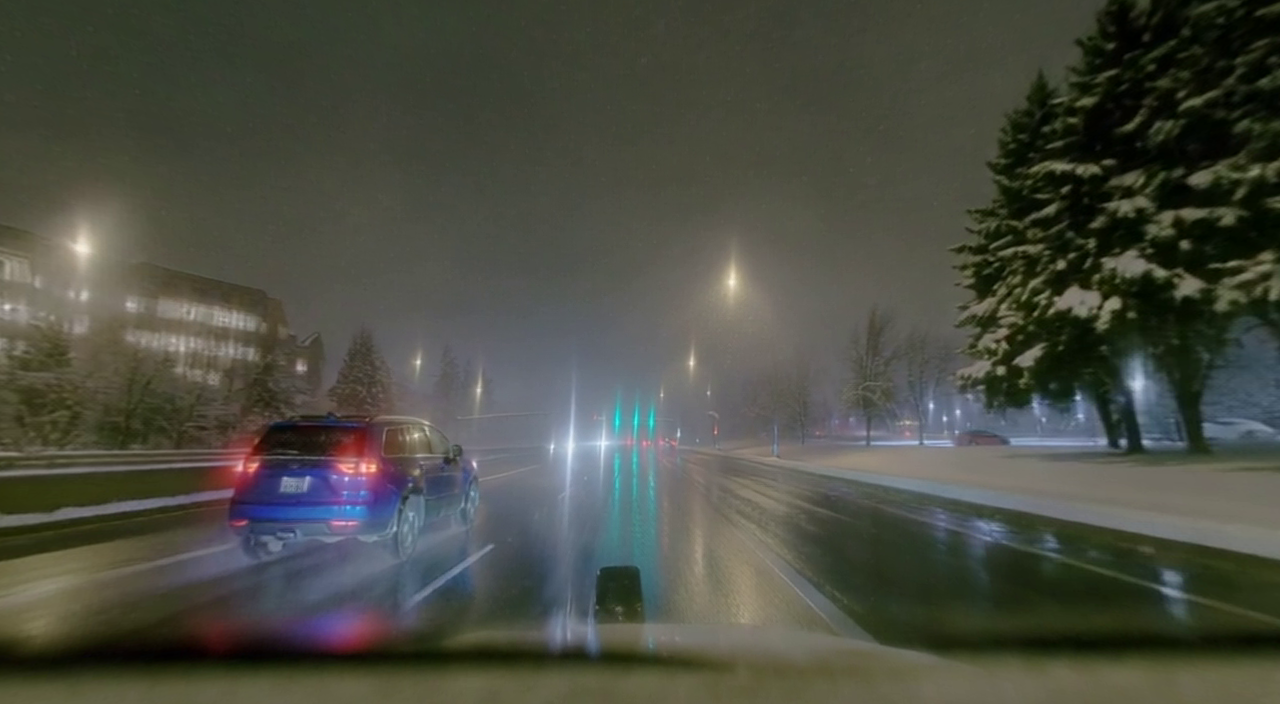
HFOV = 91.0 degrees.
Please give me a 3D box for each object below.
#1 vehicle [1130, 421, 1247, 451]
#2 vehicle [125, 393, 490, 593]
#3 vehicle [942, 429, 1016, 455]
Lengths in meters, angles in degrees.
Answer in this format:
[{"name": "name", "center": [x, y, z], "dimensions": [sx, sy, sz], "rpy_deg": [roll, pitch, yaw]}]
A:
[{"name": "vehicle", "center": [39.042, 6.067, 45.040], "dimensions": [2.117, 2.004, 5.795], "rpy_deg": [2, -9, -22]}, {"name": "vehicle", "center": [-3.414, 1.546, 7.753], "dimensions": [2.033, 1.713, 4.503], "rpy_deg": [0, -8, 0]}, {"name": "vehicle", "center": [23.258, 6.163, 43.260], "dimensions": [4.000, 1.458, 1.640], "rpy_deg": [-5, -6, 0]}]
